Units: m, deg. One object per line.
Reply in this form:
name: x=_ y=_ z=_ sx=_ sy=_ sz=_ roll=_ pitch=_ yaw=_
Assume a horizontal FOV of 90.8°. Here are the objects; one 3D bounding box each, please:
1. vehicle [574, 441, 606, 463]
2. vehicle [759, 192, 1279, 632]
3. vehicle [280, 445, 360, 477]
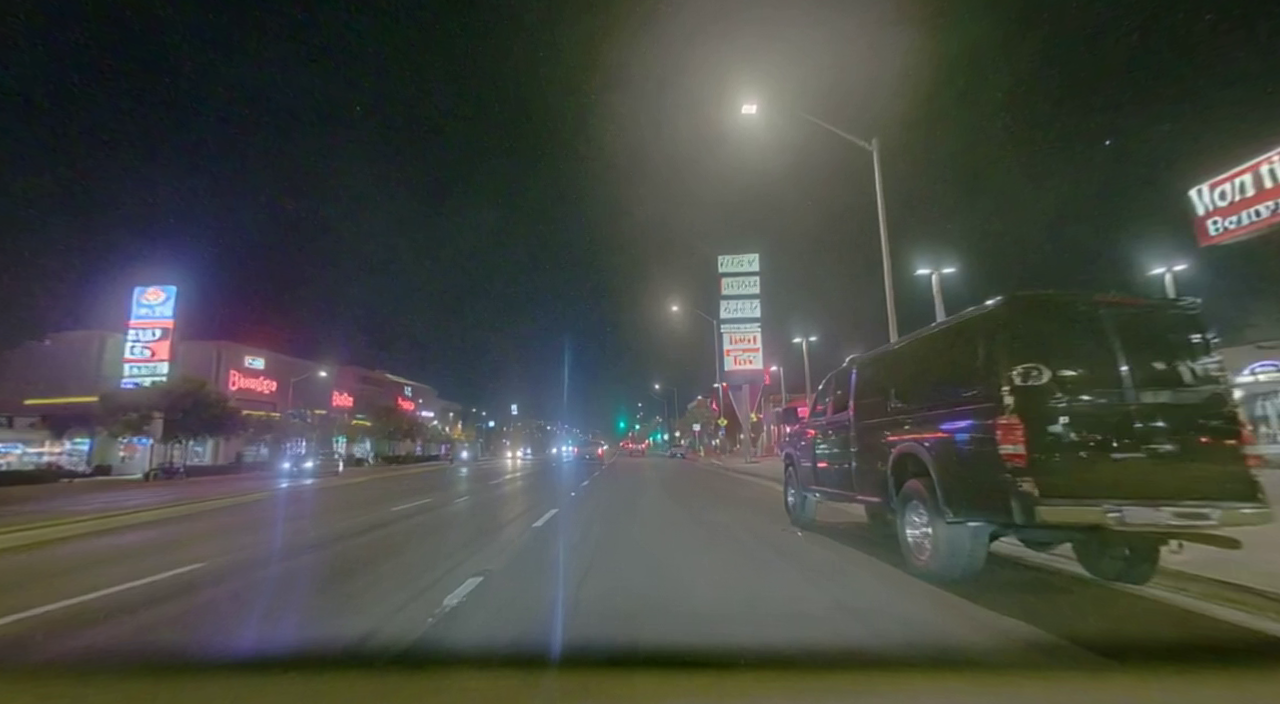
vehicle: x=-3.724 y=7.532 z=47.690 sx=2.179 sy=1.490 sz=4.742 roll=0 pitch=-9 yaw=-2
vehicle: x=3.875 y=0.931 z=8.392 sx=3.089 sy=3.207 sz=7.611 roll=0 pitch=-9 yaw=0
vehicle: x=-18.509 y=6.309 z=36.806 sx=2.144 sy=1.725 sz=4.716 roll=0 pitch=-9 yaw=0
